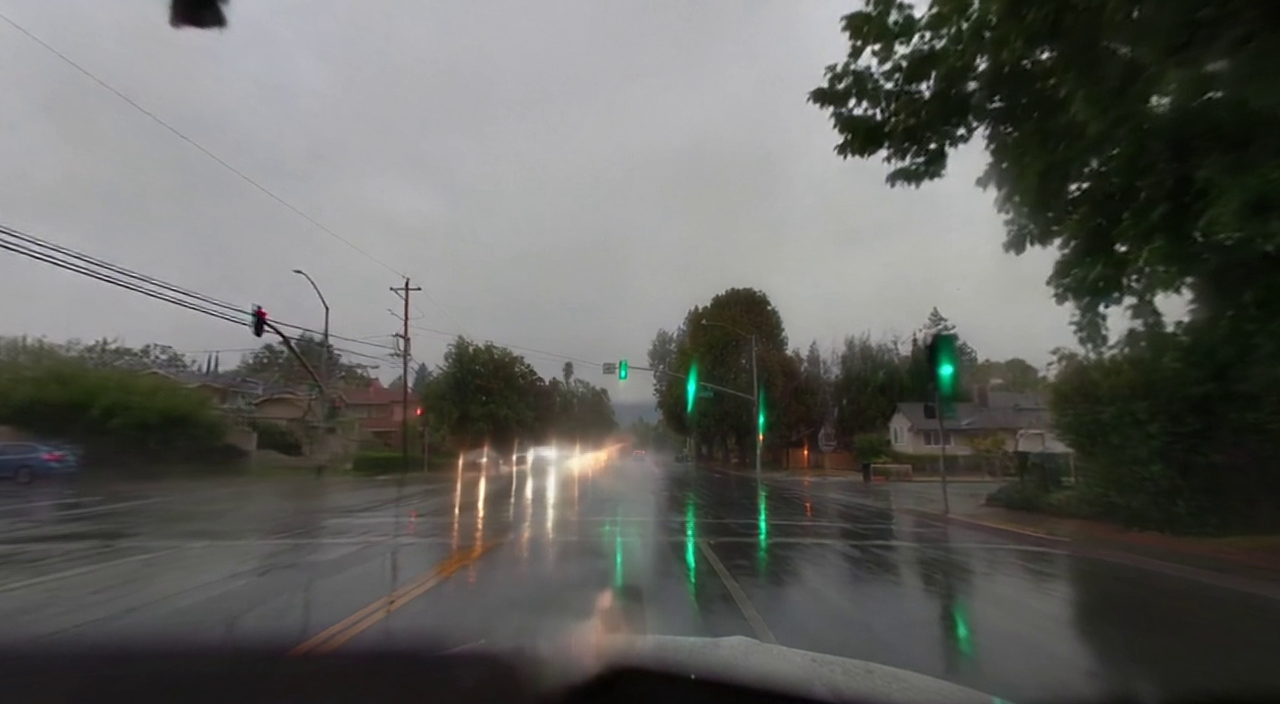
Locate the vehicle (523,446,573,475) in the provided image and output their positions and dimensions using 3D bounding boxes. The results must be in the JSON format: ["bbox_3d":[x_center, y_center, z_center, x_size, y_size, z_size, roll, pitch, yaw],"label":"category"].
[{"bbox_3d":[-4.978,5.909,34.616,2.003,1.462,4.220,0,-8,1],"label":"vehicle"}]

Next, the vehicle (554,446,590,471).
[{"bbox_3d":[-4.669,7.360,43.879,1.999,1.652,3.962,0,-8,1],"label":"vehicle"}]

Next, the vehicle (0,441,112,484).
[{"bbox_3d":[-26.360,4.779,27.429,4.802,1.776,2.090,1,-8,-5],"label":"vehicle"}]

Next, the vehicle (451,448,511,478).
[{"bbox_3d":[-8.459,5.956,34.101,1.985,1.475,4.383,0,-8,2],"label":"vehicle"}]
